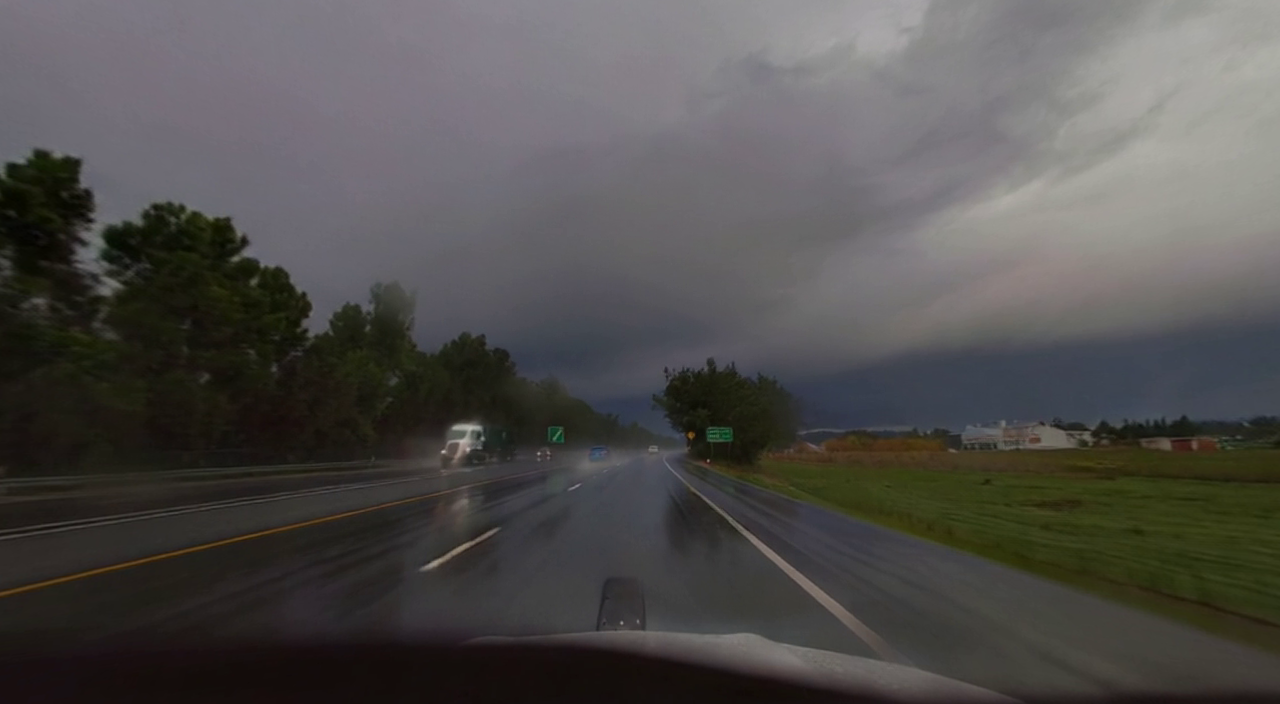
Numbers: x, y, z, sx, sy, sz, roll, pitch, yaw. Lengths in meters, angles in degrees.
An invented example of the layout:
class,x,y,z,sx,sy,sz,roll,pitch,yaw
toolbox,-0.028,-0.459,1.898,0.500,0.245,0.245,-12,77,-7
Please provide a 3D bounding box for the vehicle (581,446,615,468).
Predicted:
class,x,y,z,sx,sy,sz,roll,pitch,yaw
vehicle,-3.037,7.686,46.372,2.088,1.586,4.000,0,-9,2
